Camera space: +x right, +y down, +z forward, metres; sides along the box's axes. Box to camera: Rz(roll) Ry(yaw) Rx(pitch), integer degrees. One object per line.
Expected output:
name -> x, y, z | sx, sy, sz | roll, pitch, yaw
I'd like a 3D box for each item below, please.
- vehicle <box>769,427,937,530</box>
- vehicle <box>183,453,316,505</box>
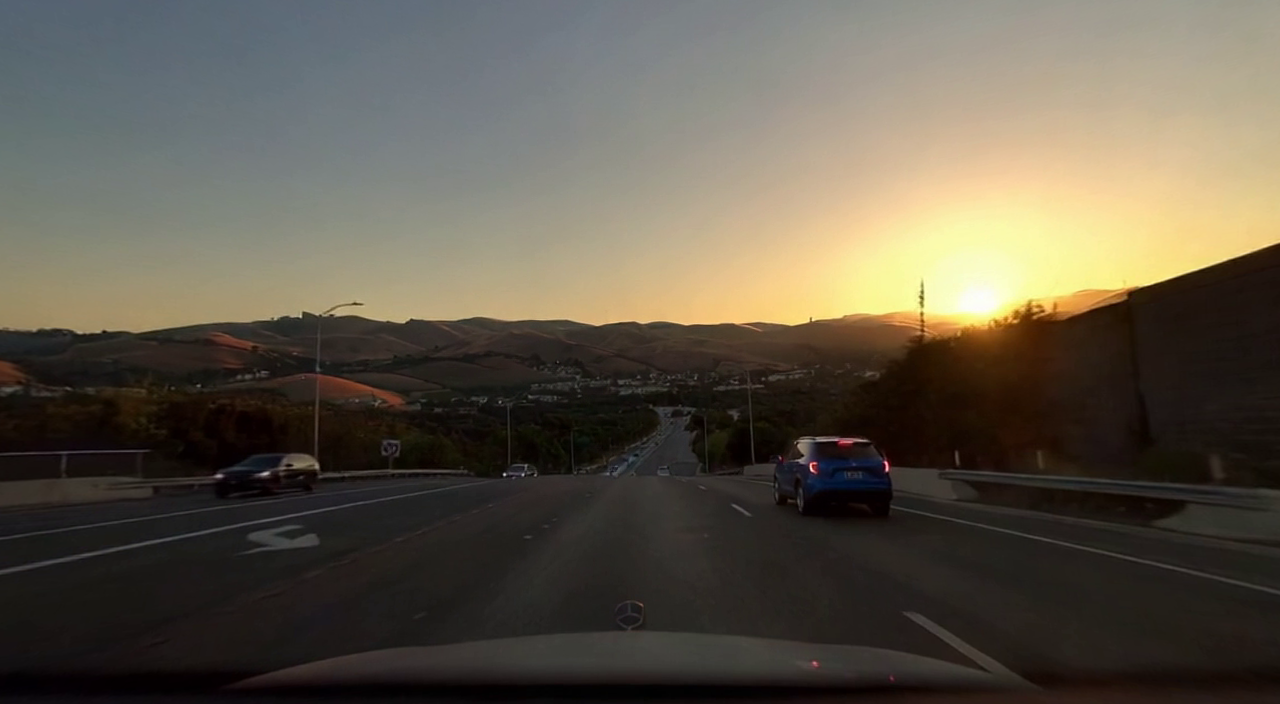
vehicle -> 4.088, 2.489, 12.993 | 1.989, 1.730, 4.324 | 0, -9, 1
vehicle -> -13.894, 4.496, 22.807 | 1.918, 1.642, 4.391 | 0, -9, 1
